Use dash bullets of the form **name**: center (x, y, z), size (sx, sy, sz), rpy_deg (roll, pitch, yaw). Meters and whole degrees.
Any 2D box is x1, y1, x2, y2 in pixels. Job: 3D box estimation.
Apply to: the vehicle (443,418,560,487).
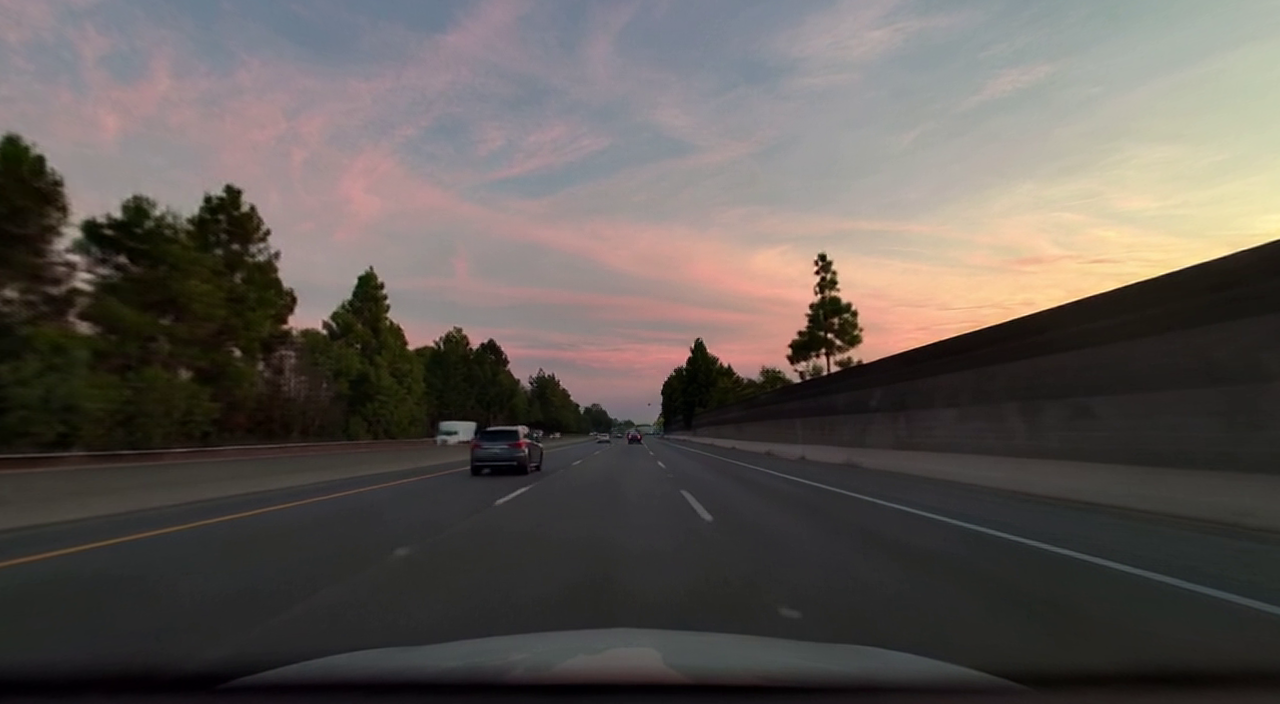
- **vehicle**: center (-3.829, 2.879, 18.430), size (2.306, 1.730, 4.606), rpy_deg (0, -8, 1)
